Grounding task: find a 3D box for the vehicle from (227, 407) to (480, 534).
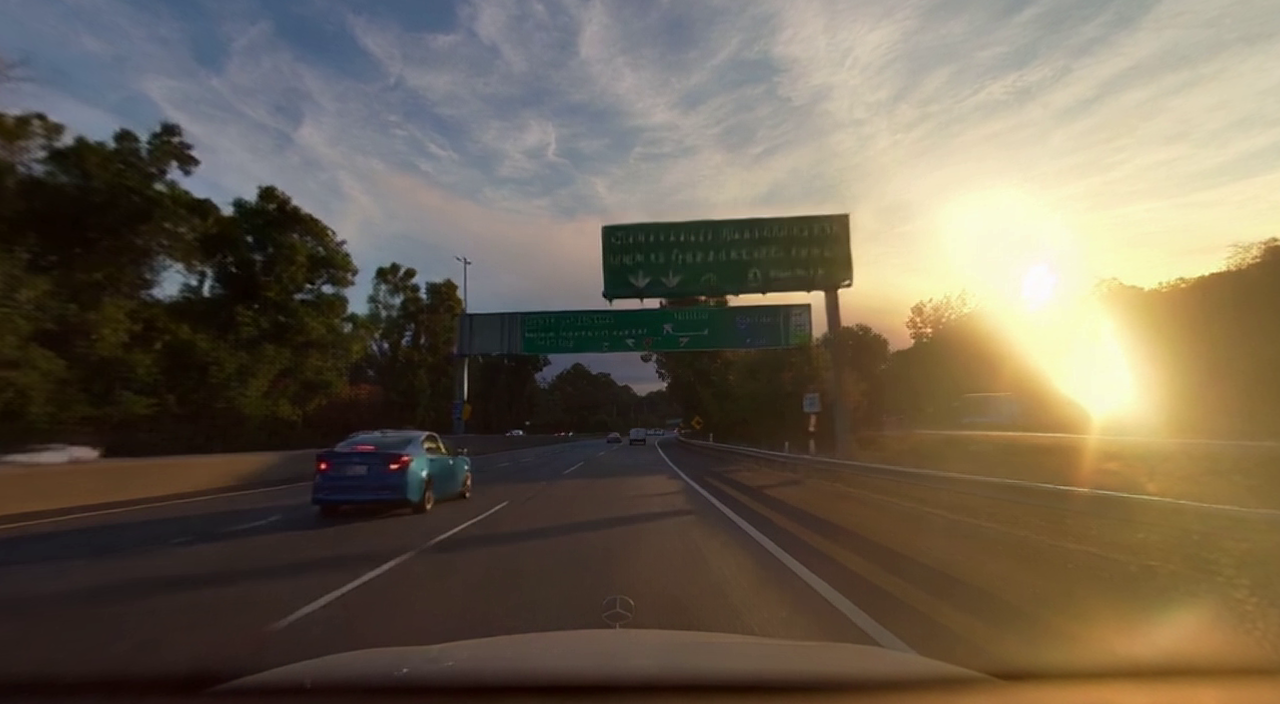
[{"bbox_3d":[-4.273,1.822,10.427,2.052,1.626,4.514,0,-8,0],"label":"vehicle"}]
